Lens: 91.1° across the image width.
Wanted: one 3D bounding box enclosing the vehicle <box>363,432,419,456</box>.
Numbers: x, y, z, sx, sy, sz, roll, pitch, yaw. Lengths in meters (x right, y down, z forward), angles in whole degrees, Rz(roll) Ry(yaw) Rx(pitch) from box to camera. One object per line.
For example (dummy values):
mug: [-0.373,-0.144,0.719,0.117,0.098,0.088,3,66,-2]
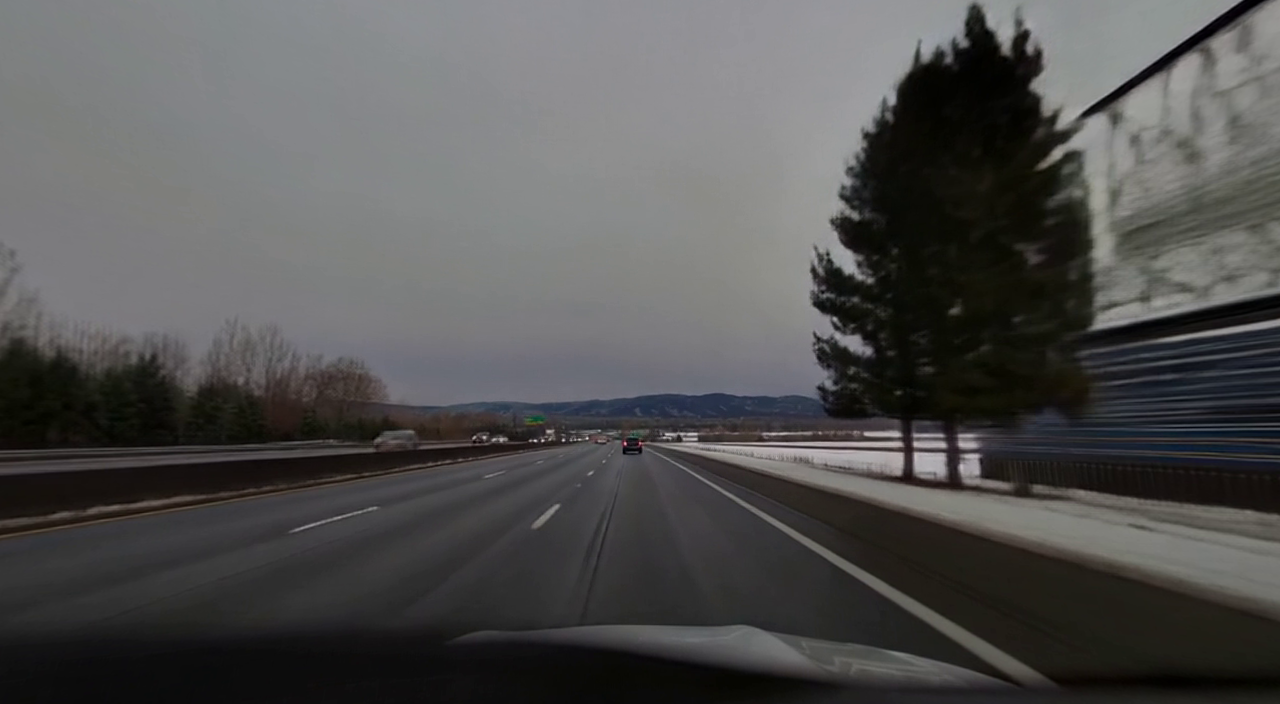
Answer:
vehicle: [-16.300,6.040,41.372,1.893,1.492,4.331,0,-8,0]
